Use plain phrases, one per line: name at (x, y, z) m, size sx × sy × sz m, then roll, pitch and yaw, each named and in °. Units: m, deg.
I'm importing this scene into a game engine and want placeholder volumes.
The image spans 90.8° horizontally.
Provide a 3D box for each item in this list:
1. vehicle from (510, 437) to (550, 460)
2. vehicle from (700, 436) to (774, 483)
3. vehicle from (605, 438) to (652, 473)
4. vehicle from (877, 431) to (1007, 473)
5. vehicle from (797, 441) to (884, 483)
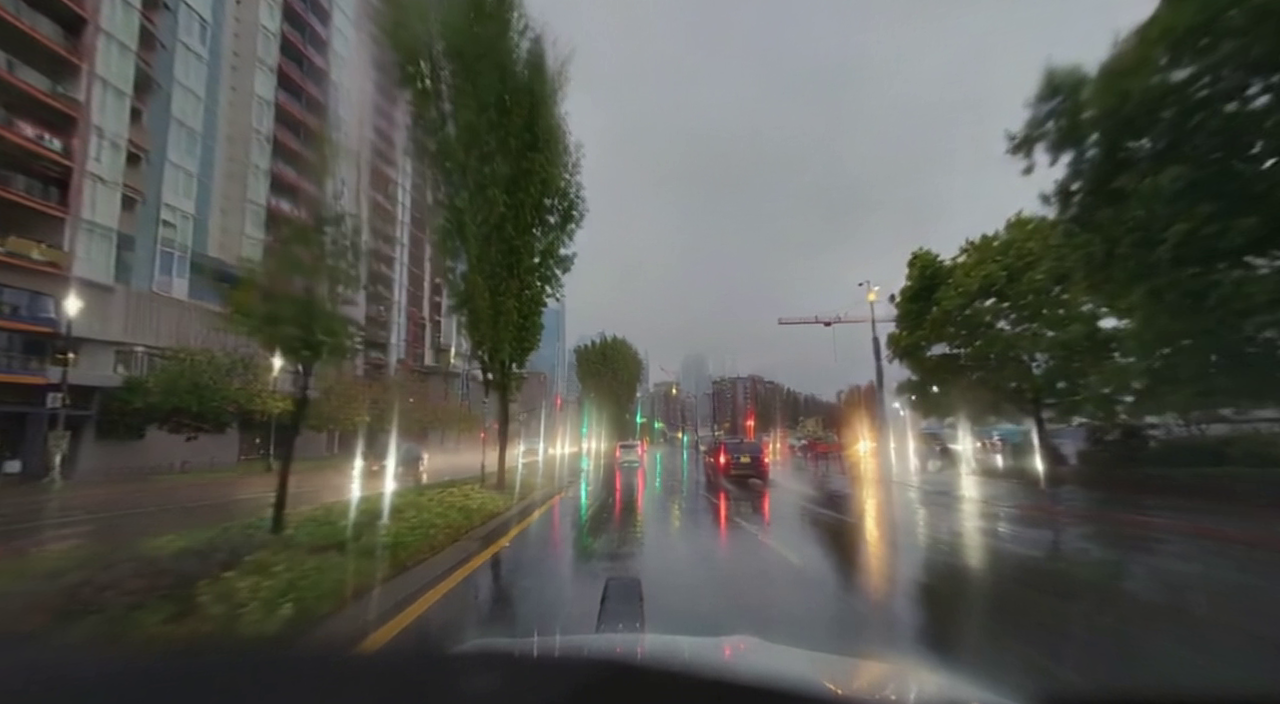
vehicle at (-8.140, 7.172, 47.155) m, size 2.072 × 1.623 × 4.564 m, roll 0°, pitch -8°, yaw 1°
vehicle at (3.312, 3.735, 22.282) m, size 1.910 × 1.474 × 4.003 m, roll 0°, pitch -8°, yaw -1°
vehicle at (-0.492, 4.641, 28.629) m, size 2.006 × 1.487 × 3.535 m, roll 0°, pitch -8°, yaw 0°
vehicle at (13.045, 4.337, 27.547) m, size 4.622 × 1.761 × 1.986 m, roll 0°, pitch -8°, yaw 0°
vehicle at (7.568, 4.154, 24.362) m, size 1.883 × 1.452 × 4.598 m, roll 0°, pitch -8°, yaw 0°
